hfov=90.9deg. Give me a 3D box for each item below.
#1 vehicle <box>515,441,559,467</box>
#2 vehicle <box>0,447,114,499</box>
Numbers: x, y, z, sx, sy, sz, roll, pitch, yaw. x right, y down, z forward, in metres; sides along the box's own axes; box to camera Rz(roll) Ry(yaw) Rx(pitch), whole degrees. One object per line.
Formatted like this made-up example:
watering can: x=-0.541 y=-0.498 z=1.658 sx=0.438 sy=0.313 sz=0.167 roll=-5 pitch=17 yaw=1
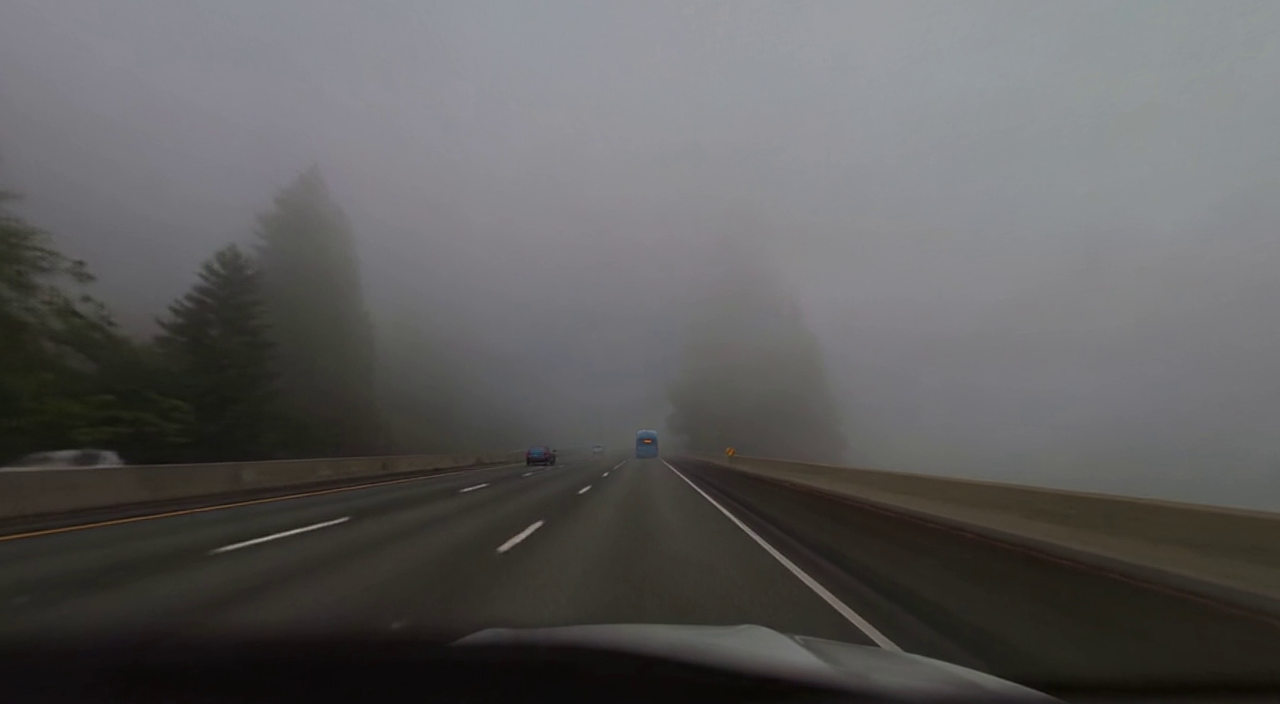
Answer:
vehicle: x=-6.898 y=6.879 z=42.699 sx=2.080 sy=1.674 sz=4.660 roll=0 pitch=-8 yaw=1
vehicle: x=-20.769 y=4.042 z=21.528 sx=1.866 sy=1.579 sz=4.309 roll=0 pitch=-8 yaw=1
